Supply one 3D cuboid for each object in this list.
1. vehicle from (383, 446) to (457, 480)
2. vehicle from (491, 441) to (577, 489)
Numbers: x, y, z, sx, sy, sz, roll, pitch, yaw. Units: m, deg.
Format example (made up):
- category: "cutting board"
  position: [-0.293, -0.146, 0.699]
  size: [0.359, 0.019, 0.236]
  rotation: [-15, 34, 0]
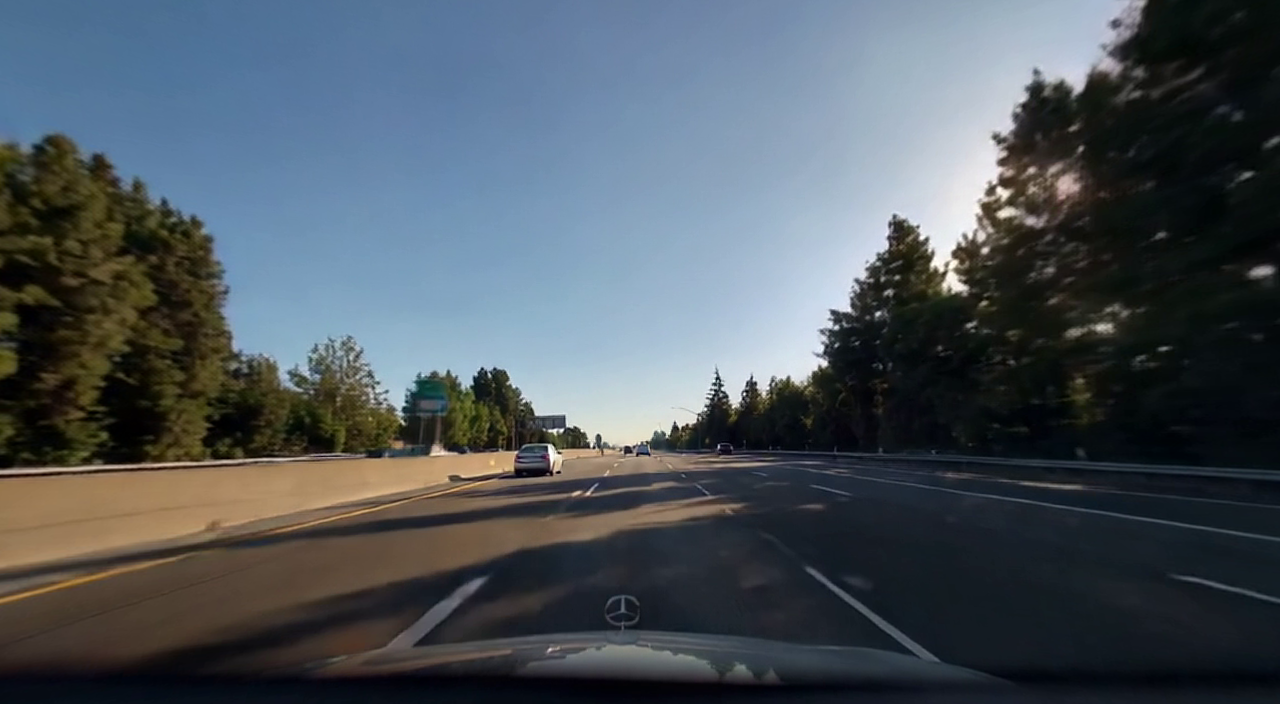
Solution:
- category: "vehicle"
  position: [-10.543, 5.317, 30.549]
  size: [1.885, 1.527, 4.459]
  rotation: [0, -9, 1]
- category: "vehicle"
  position: [-3.630, 3.972, 22.510]
  size: [2.162, 1.493, 4.583]
  rotation: [0, -8, 1]
